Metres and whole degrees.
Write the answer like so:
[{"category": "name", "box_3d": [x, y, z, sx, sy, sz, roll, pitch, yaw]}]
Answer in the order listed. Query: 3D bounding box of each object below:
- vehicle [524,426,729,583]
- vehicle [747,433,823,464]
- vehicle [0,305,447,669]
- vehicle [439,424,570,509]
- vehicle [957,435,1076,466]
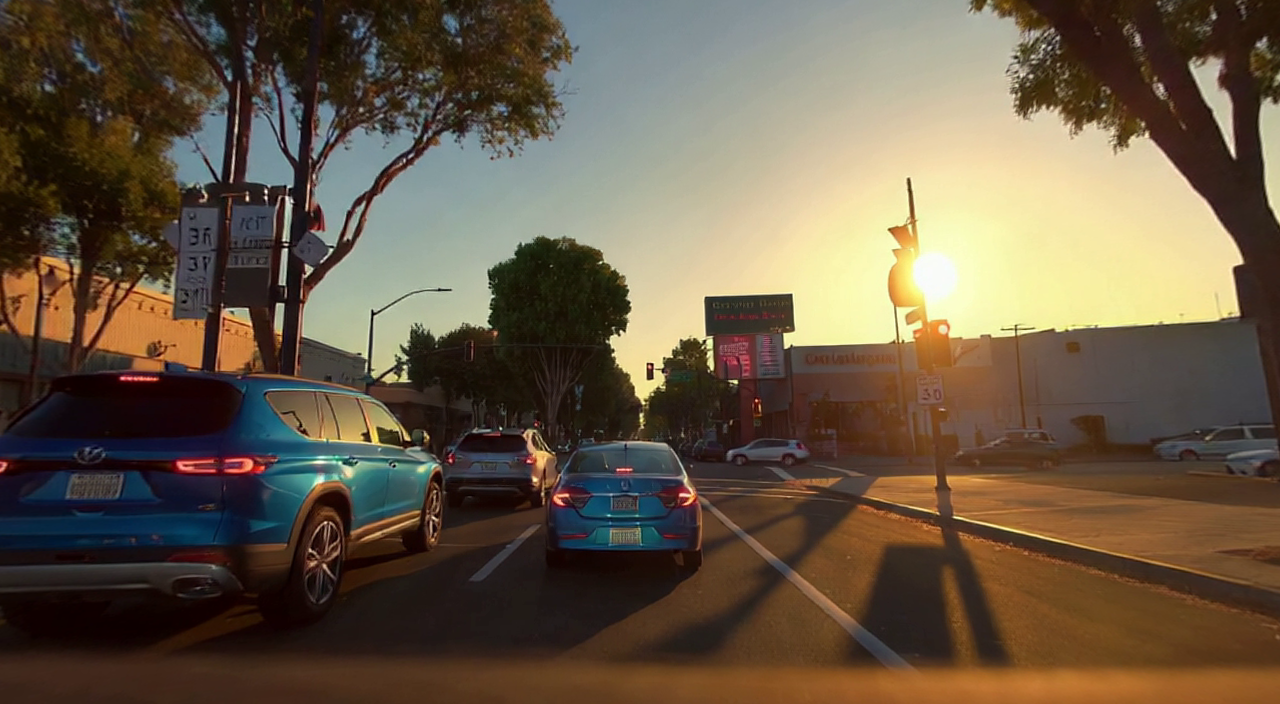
[{"category": "vehicle", "box_3d": [-0.164, 1.778, 8.182, 1.966, 1.481, 4.146, 0, -8, -1]}, {"category": "vehicle", "box_3d": [8.517, 5.680, 36.846, 4.116, 1.719, 2.069, -3, -9, 18]}, {"category": "vehicle", "box_3d": [-3.814, 1.132, 6.236, 2.152, 2.118, 5.066, 0, -8, 0]}, {"category": "vehicle", "box_3d": [-2.927, 2.595, 14.599, 2.047, 1.664, 4.148, 0, -8, 1]}, {"category": "vehicle", "box_3d": [18.992, 5.021, 31.909, 4.809, 1.476, 1.845, -3, -9, 16]}]
